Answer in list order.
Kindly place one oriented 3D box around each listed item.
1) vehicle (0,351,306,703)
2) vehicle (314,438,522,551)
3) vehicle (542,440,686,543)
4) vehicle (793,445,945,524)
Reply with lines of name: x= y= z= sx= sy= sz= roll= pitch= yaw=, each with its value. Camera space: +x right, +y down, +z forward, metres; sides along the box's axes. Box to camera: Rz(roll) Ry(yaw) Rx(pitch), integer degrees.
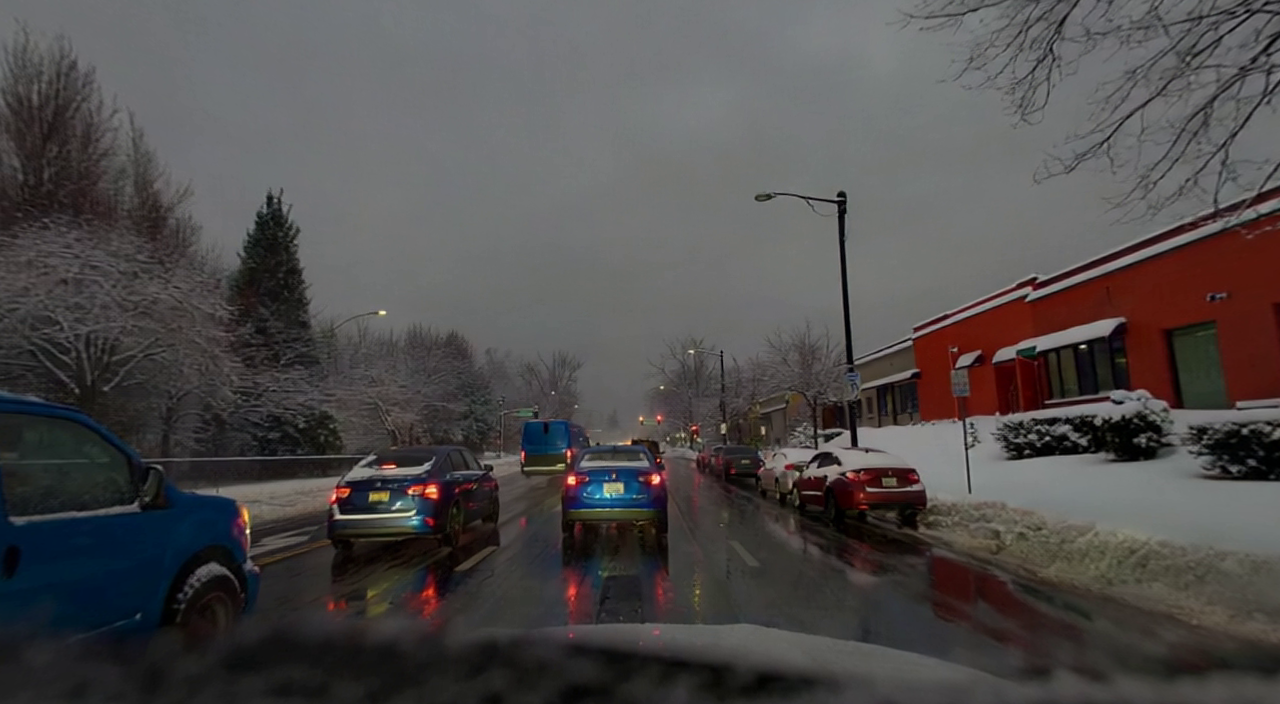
vehicle: x=-3.718 y=0.866 z=2.496 sx=2.140 sy=1.768 sz=4.685 roll=0 pitch=-9 yaw=1
vehicle: x=-3.532 y=2.332 z=11.087 sx=1.995 sy=1.554 sz=4.426 roll=0 pitch=-9 yaw=1
vehicle: x=-0.384 y=2.417 z=11.573 sx=2.152 sy=1.518 sz=4.113 roll=0 pitch=-9 yaw=0
vehicle: x=4.906 y=2.858 z=14.196 sx=1.832 sy=1.491 sz=4.054 roll=1 pitch=-9 yaw=-1
